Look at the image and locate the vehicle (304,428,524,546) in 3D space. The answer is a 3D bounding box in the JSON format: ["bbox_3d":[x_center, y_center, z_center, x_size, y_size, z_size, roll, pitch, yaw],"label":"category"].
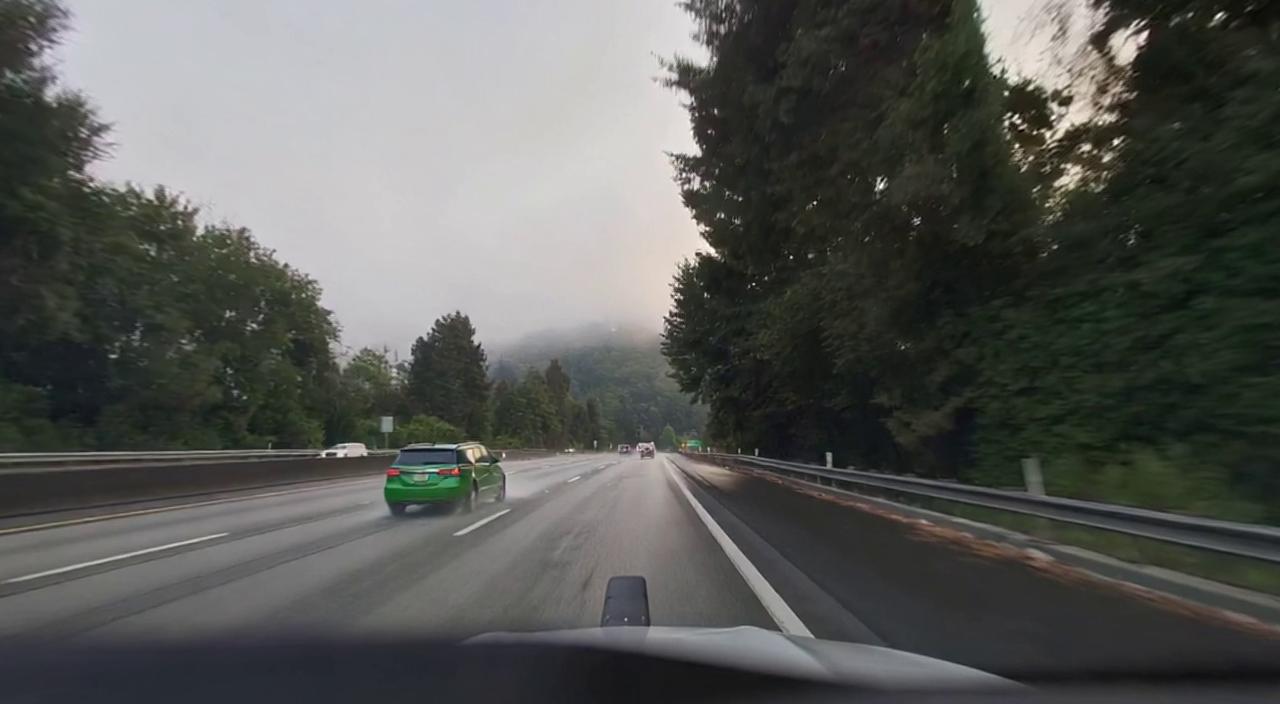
[{"bbox_3d":[-3.438,2.125,10.682,2.015,1.561,4.469,0,-8,1],"label":"vehicle"}]
